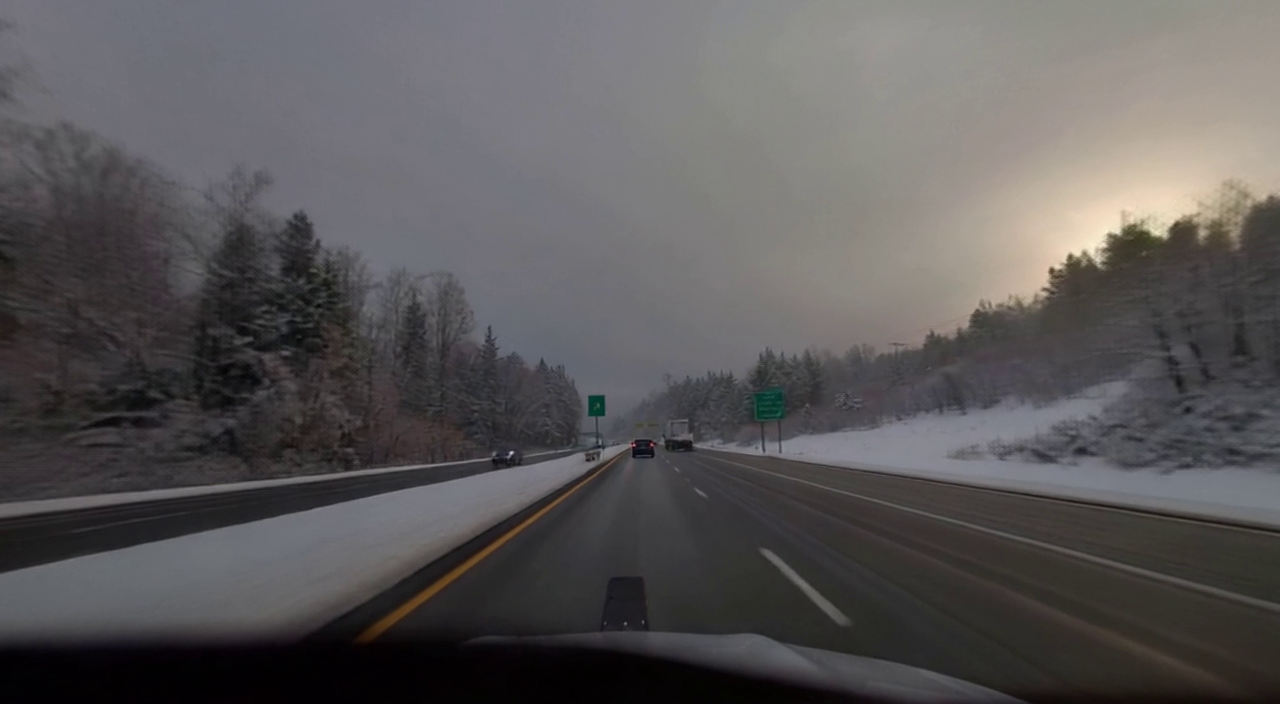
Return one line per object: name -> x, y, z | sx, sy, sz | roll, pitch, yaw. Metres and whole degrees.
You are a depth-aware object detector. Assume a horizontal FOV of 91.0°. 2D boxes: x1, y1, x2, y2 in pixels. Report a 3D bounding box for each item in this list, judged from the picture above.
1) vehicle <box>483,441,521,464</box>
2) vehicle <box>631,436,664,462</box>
vehicle -> -9.942, 7.268, 45.648 | 1.887, 1.520, 3.936 | 0, -8, 0
vehicle -> 0.492, 5.998, 38.947 | 1.924, 1.498, 3.817 | 0, -8, 1
